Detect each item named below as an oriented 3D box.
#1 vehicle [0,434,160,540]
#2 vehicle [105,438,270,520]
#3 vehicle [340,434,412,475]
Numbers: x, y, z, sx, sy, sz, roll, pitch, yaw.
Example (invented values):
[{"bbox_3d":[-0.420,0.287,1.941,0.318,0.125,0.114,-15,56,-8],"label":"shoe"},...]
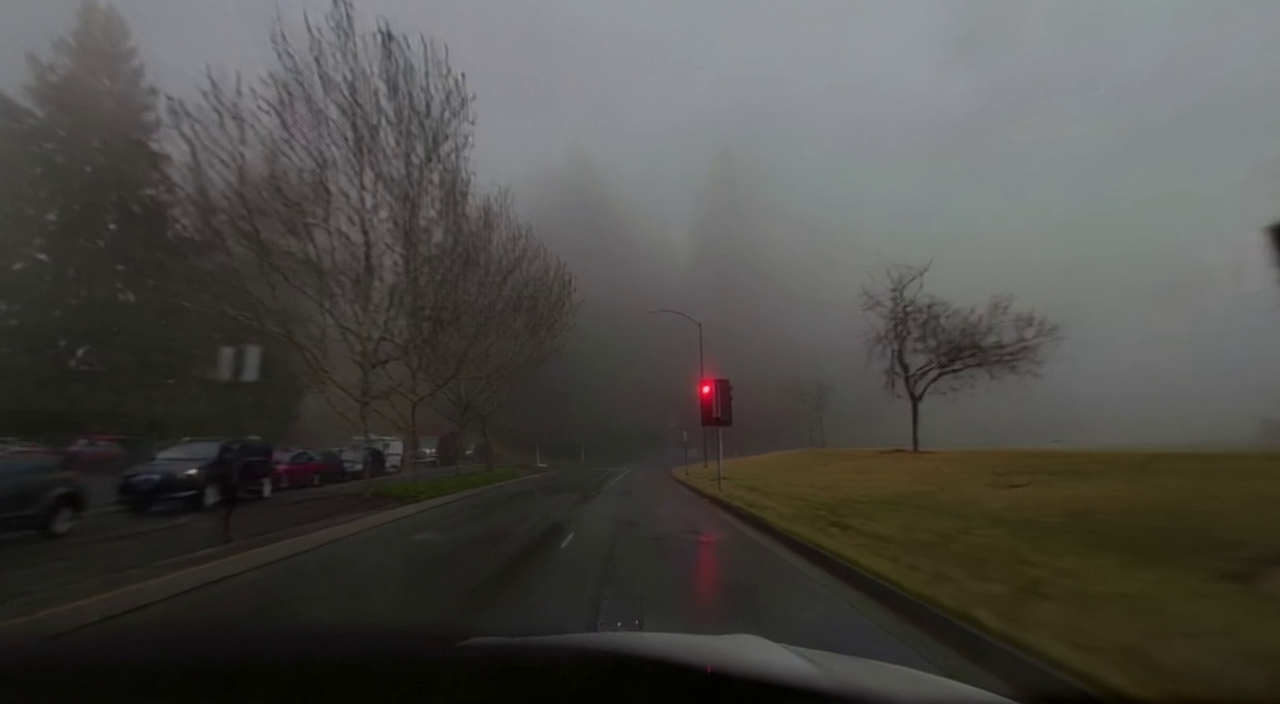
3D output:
[{"bbox_3d":[-11.837,2.638,12.682,1.760,1.764,4.263,0,-9,-14],"label":"vehicle"},{"bbox_3d":[-13.077,3.662,18.678,1.977,1.992,5.117,0,-9,-12],"label":"vehicle"},{"bbox_3d":[-18.207,7.136,43.795,2.327,2.595,6.045,-1,-9,1],"label":"vehicle"}]
